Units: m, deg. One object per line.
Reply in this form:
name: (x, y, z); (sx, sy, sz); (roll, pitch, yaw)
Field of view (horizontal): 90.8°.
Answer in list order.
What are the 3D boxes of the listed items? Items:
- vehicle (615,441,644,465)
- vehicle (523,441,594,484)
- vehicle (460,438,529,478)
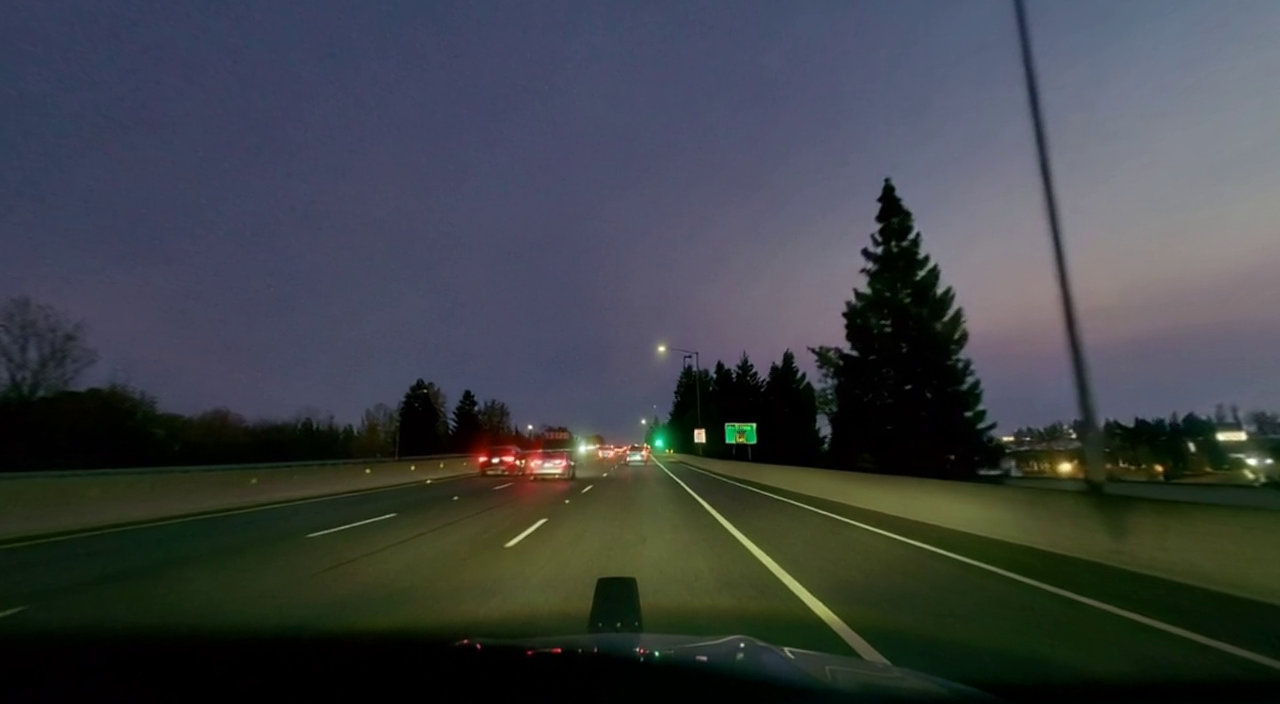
vehicle: (-0.772, 7.764, 48.791); (2.179, 1.742, 4.396); (0, -9, 0)
vehicle: (-3.201, 4.465, 25.834); (2.102, 1.562, 4.884); (-1, -9, 2)
vehicle: (-6.962, 5.111, 30.707); (2.091, 1.795, 4.617); (-1, -9, 2)
